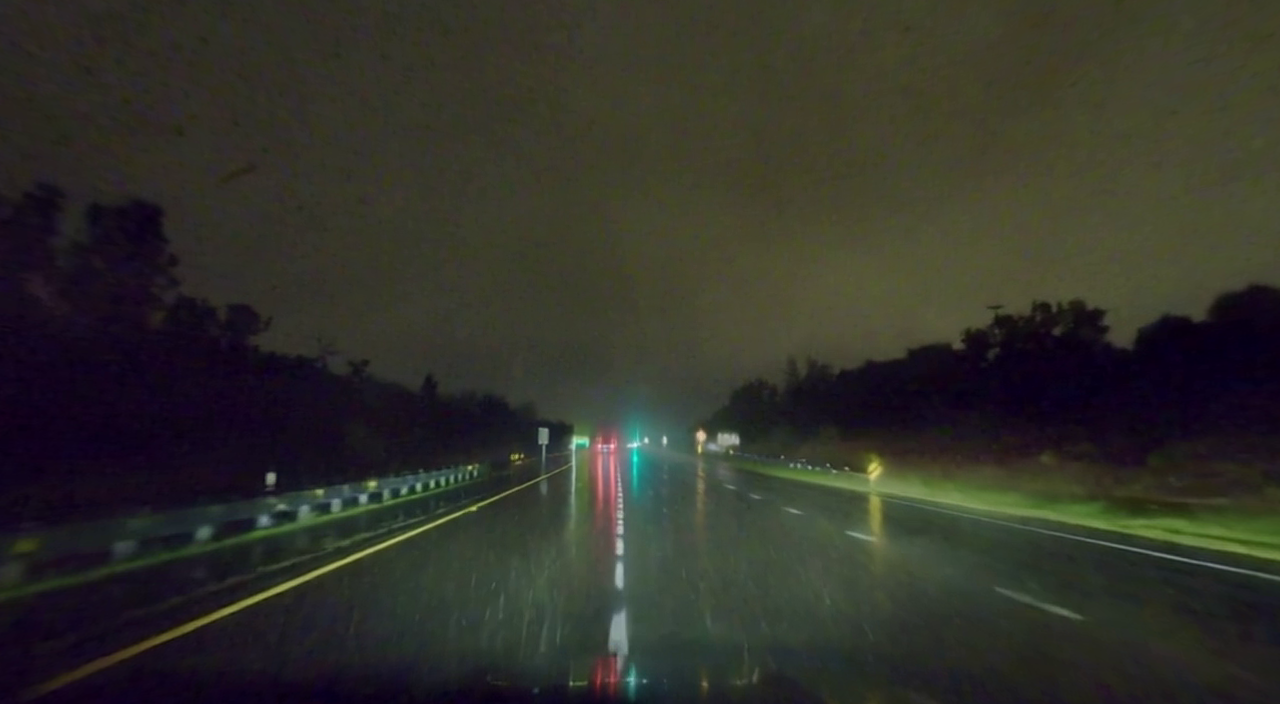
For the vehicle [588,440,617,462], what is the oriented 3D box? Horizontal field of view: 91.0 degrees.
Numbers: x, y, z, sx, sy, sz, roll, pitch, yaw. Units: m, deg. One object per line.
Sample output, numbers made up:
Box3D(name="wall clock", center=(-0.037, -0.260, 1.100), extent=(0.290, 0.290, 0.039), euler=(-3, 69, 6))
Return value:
Box3D(name="vehicle", center=(-2.809, 7.533, 48.006), extent=(2.009, 1.554, 4.013), euler=(0, -8, -1))
